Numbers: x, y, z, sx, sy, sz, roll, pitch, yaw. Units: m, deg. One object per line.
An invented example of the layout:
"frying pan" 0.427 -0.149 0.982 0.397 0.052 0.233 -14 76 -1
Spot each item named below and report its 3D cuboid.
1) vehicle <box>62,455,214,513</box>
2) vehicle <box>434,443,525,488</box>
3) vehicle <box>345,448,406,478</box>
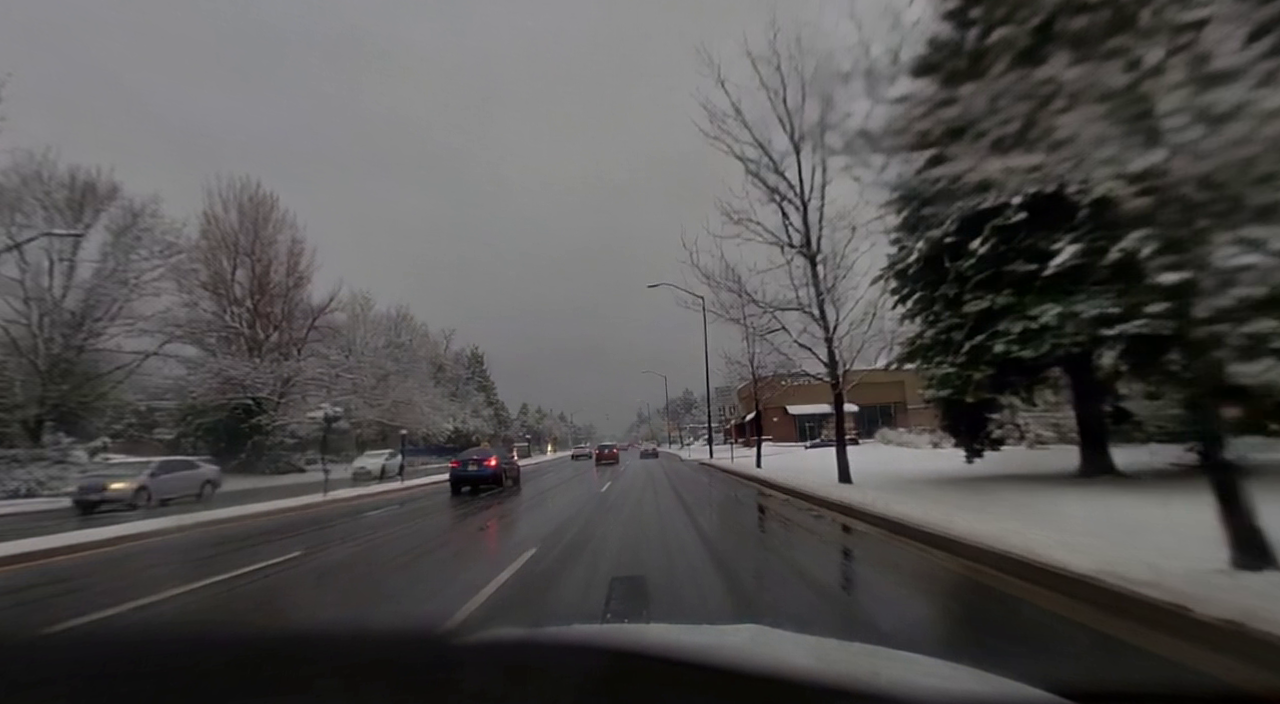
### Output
"vehicle" -17.515 4.569 22.317 1.800 1.736 4.287 -1 -8 1
"vehicle" -5.687 4.056 22.889 2.072 1.427 4.328 -1 -8 1
"vehicle" -17.388 7.296 41.666 2.027 1.773 4.501 0 -8 0
